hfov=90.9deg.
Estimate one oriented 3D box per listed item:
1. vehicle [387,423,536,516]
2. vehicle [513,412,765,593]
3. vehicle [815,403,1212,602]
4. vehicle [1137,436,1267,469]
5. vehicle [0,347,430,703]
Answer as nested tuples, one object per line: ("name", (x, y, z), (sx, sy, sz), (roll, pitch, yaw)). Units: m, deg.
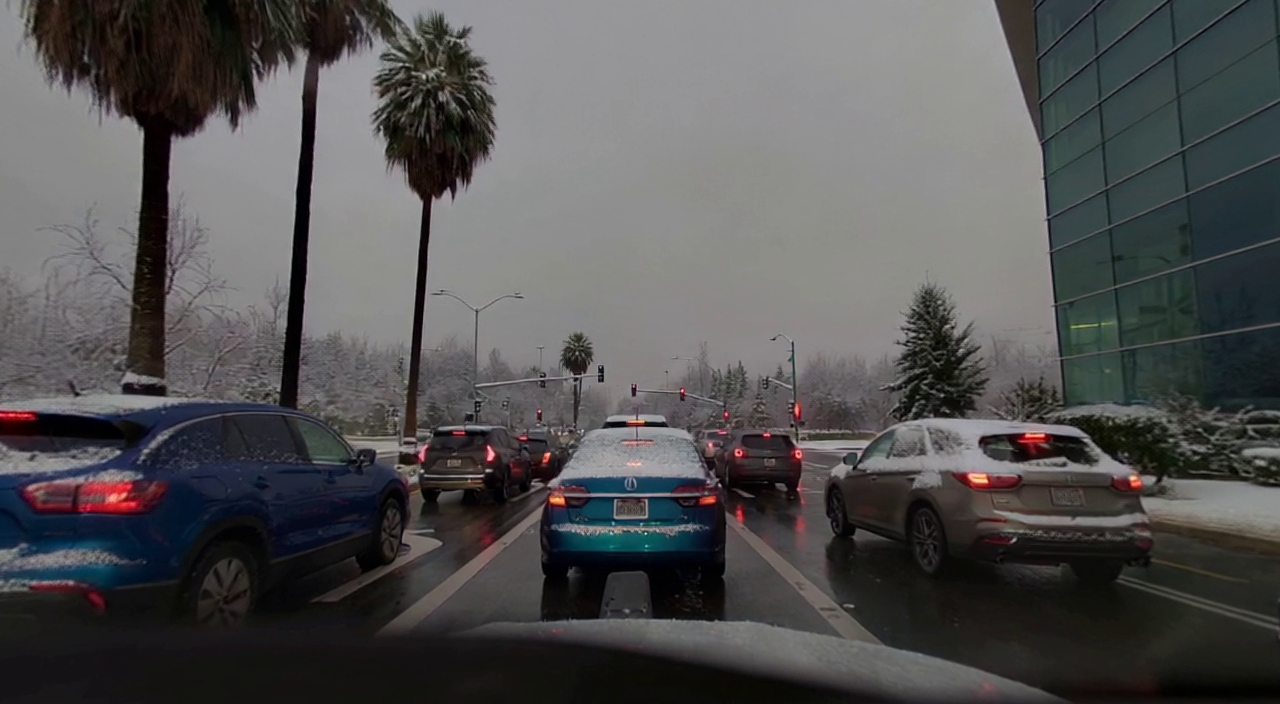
("vehicle", (-3.471, 2.358, 13.074), (1.917, 1.631, 3.768), (0, -8, 1))
("vehicle", (-0.052, 1.657, 7.809), (2.219, 1.586, 4.321), (0, -8, -1))
("vehicle", (3.833, 1.622, 7.691), (2.064, 1.696, 4.431), (0, -8, -1))
("vehicle", (25.456, 4.548, 28.662), (4.014, 1.417, 1.777), (-1, -8, 5))
("vehicle", (-3.536, 1.177, 5.359), (2.014, 1.775, 4.404), (0, -8, -1))
